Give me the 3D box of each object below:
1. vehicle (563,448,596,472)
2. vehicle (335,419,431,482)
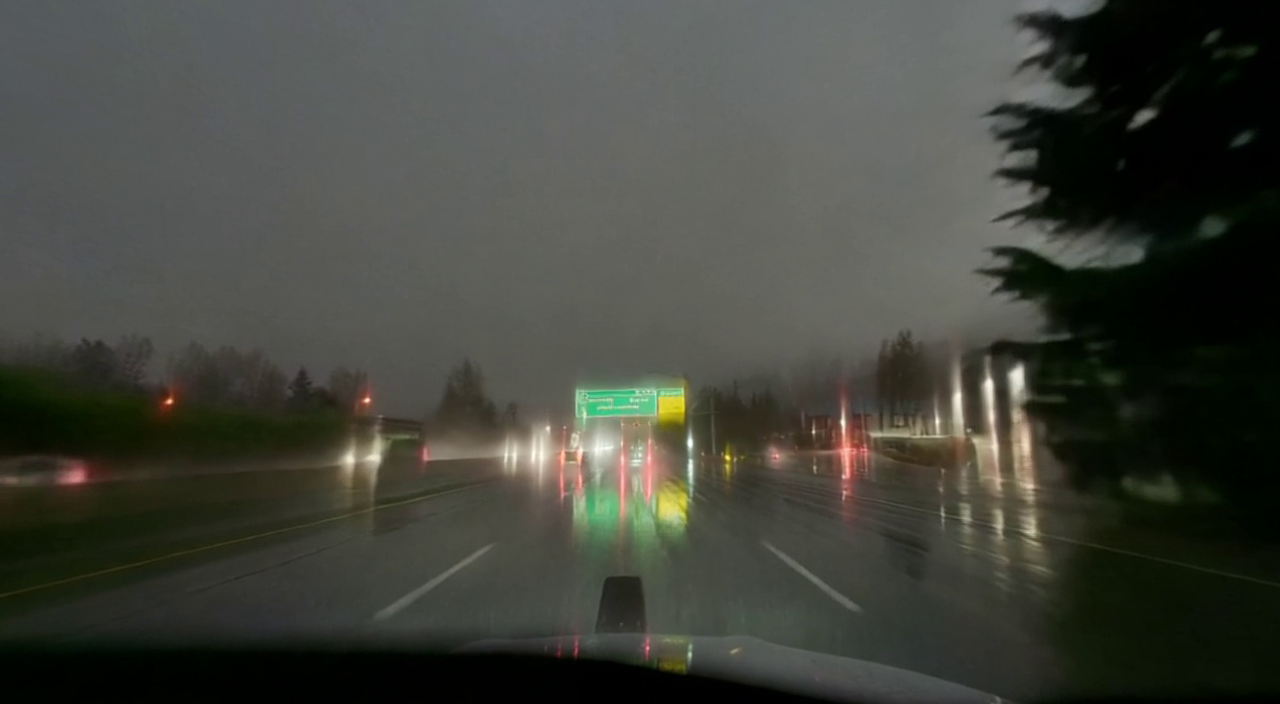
[{"bbox_3d":[-3.991,7.209,42.283,1.886,1.465,4.119,0,-9,0],"label":"vehicle"},{"bbox_3d":[-14.843,5.804,37.130,2.647,3.305,7.301,0,-9,-1],"label":"vehicle"}]
